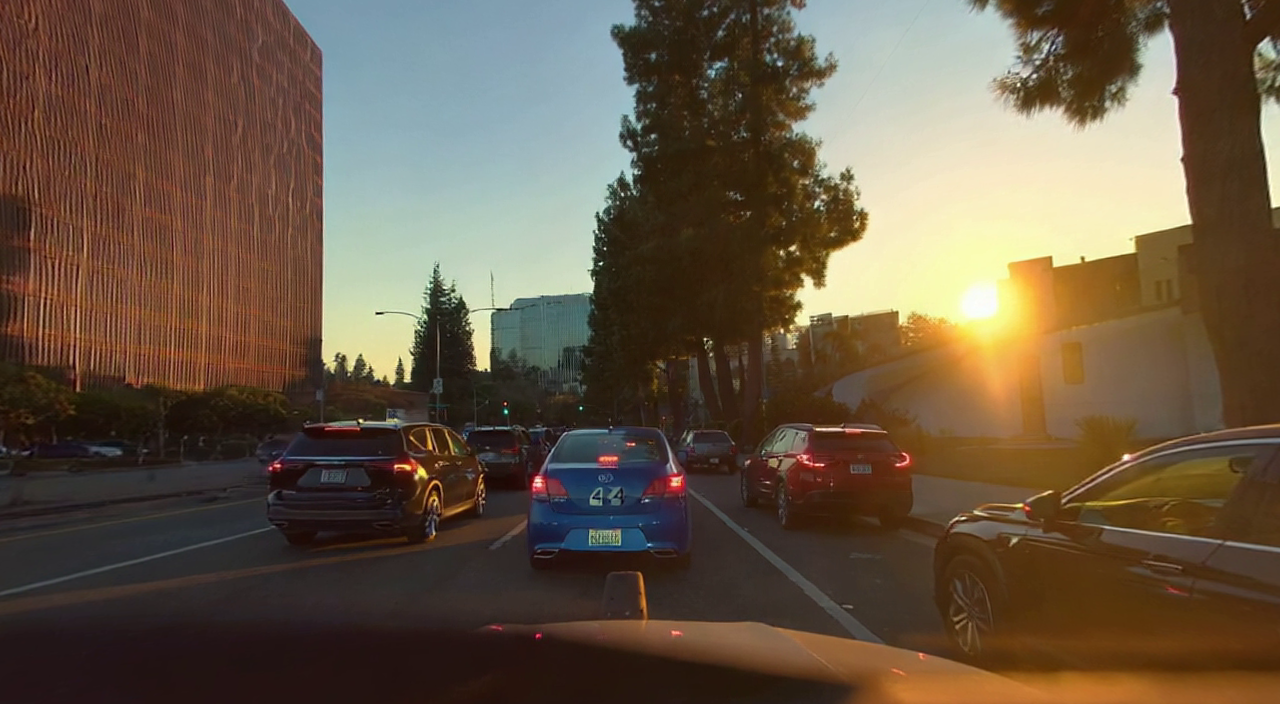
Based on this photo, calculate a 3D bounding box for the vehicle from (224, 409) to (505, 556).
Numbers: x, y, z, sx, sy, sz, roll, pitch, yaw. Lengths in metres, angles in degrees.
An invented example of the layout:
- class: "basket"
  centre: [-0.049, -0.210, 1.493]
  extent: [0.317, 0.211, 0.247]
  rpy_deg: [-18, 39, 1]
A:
- class: "vehicle"
  centre: [-3.768, 1.892, 9.892]
  extent: [2.141, 1.718, 4.809]
  rpy_deg: [0, -8, 1]

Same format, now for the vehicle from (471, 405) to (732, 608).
- class: "vehicle"
  centre: [-0.359, 1.586, 7.422]
  extent: [2.114, 1.631, 4.459]
  rpy_deg: [0, -8, -1]

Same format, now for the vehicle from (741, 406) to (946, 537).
- class: "vehicle"
  centre: [3.327, 2.082, 11.536]
  extent: [2.117, 1.879, 4.715]
  rpy_deg: [0, -8, -1]

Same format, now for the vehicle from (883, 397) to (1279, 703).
- class: "vehicle"
  centre: [3.234, 1.070, 3.375]
  extent: [2.045, 1.459, 4.462]
  rpy_deg: [0, -8, -1]
